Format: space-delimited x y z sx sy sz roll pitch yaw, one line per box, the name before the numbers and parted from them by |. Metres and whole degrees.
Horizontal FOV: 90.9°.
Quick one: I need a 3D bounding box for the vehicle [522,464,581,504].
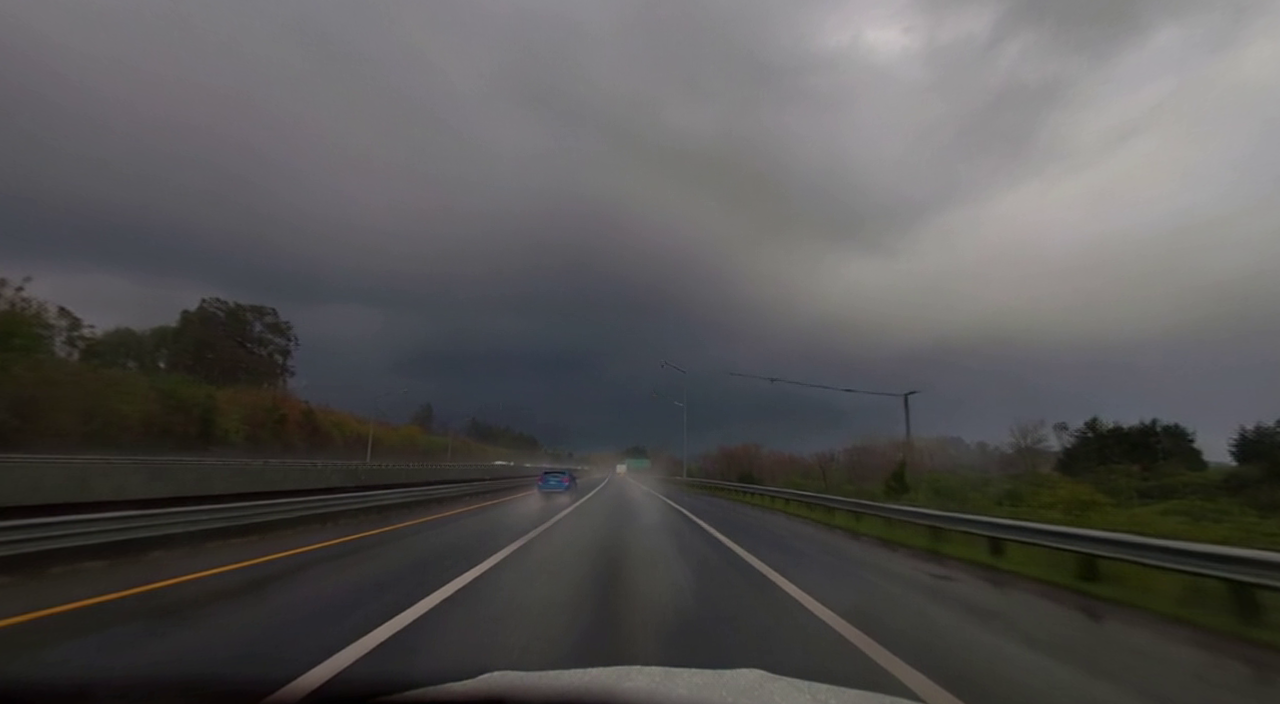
vehicle | -3.756 5.705 27.463 1.967 1.556 4.364 1 -11 -1
